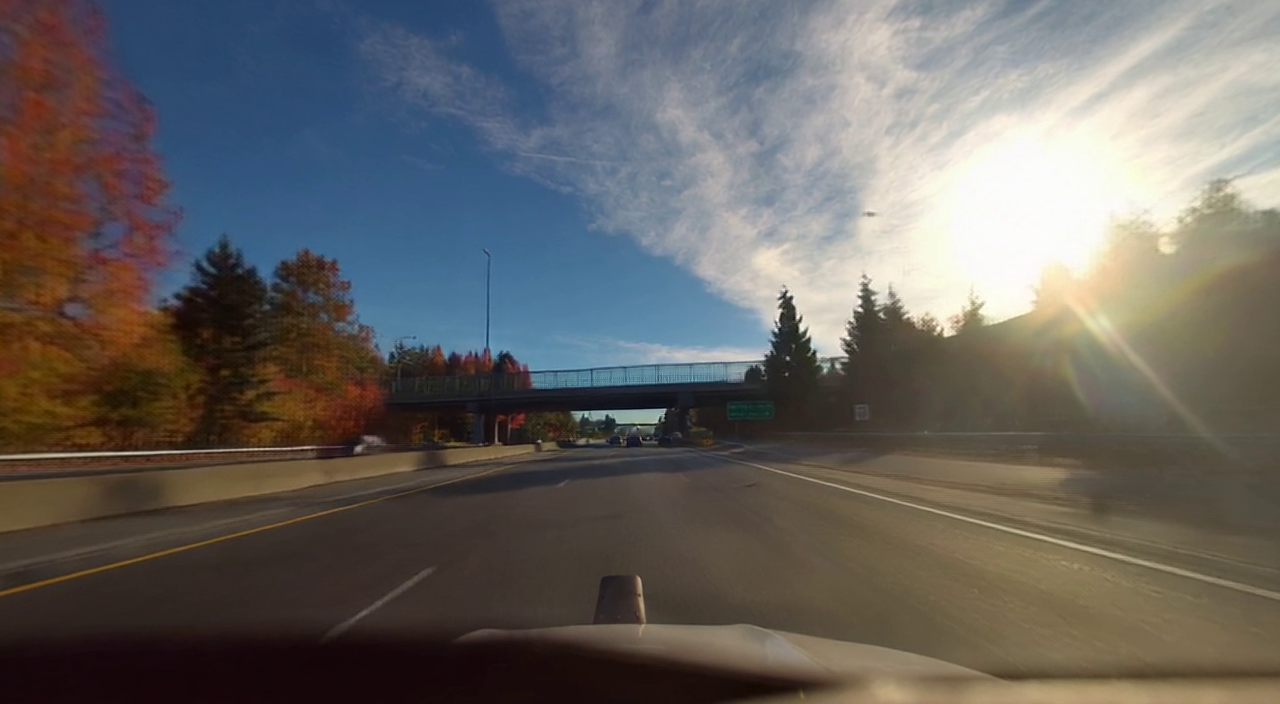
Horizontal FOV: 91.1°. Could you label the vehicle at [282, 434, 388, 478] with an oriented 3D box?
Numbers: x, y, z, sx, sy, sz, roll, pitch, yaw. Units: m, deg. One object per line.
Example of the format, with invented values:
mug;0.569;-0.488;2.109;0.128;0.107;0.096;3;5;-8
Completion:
vehicle;-11.615;3.961;24.350;1.922;1.512;4.369;0;-8;0
